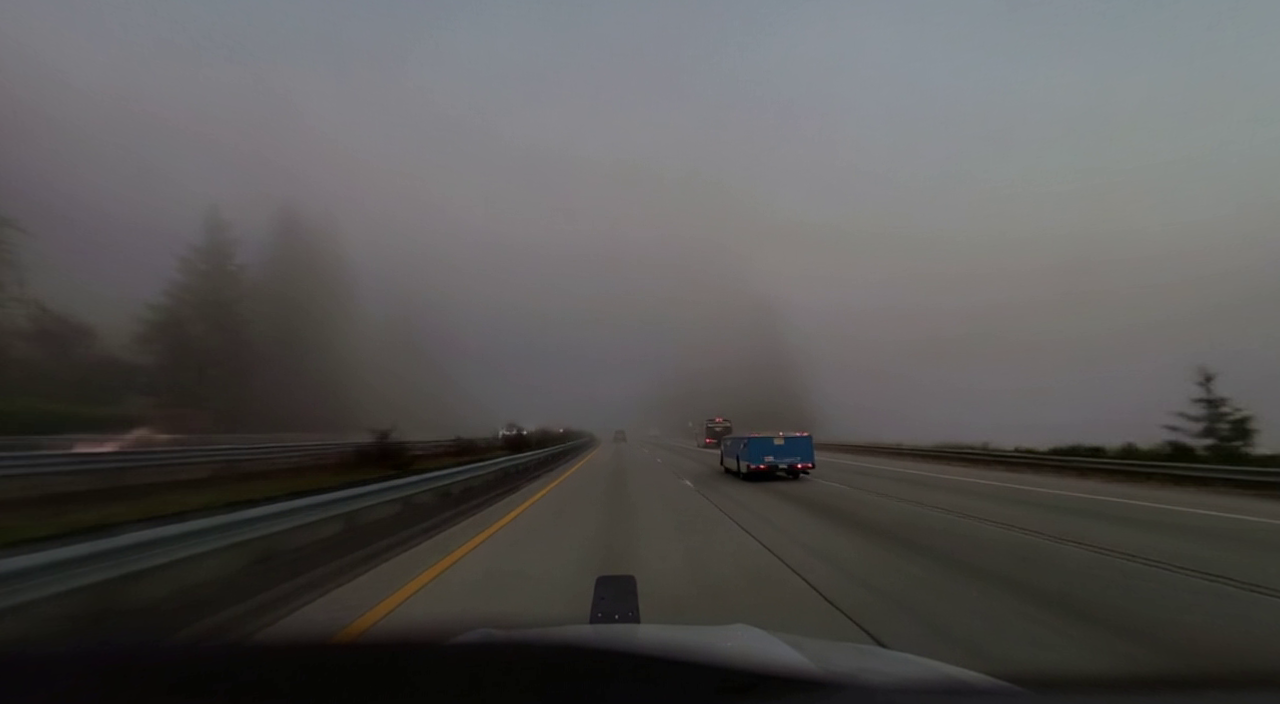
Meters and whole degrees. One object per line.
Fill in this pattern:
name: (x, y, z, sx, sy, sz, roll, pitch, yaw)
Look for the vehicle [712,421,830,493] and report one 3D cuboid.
vehicle: (3.117, 2.584, 15.889, 2.002, 1.569, 3.845, 0, -8, -2)
